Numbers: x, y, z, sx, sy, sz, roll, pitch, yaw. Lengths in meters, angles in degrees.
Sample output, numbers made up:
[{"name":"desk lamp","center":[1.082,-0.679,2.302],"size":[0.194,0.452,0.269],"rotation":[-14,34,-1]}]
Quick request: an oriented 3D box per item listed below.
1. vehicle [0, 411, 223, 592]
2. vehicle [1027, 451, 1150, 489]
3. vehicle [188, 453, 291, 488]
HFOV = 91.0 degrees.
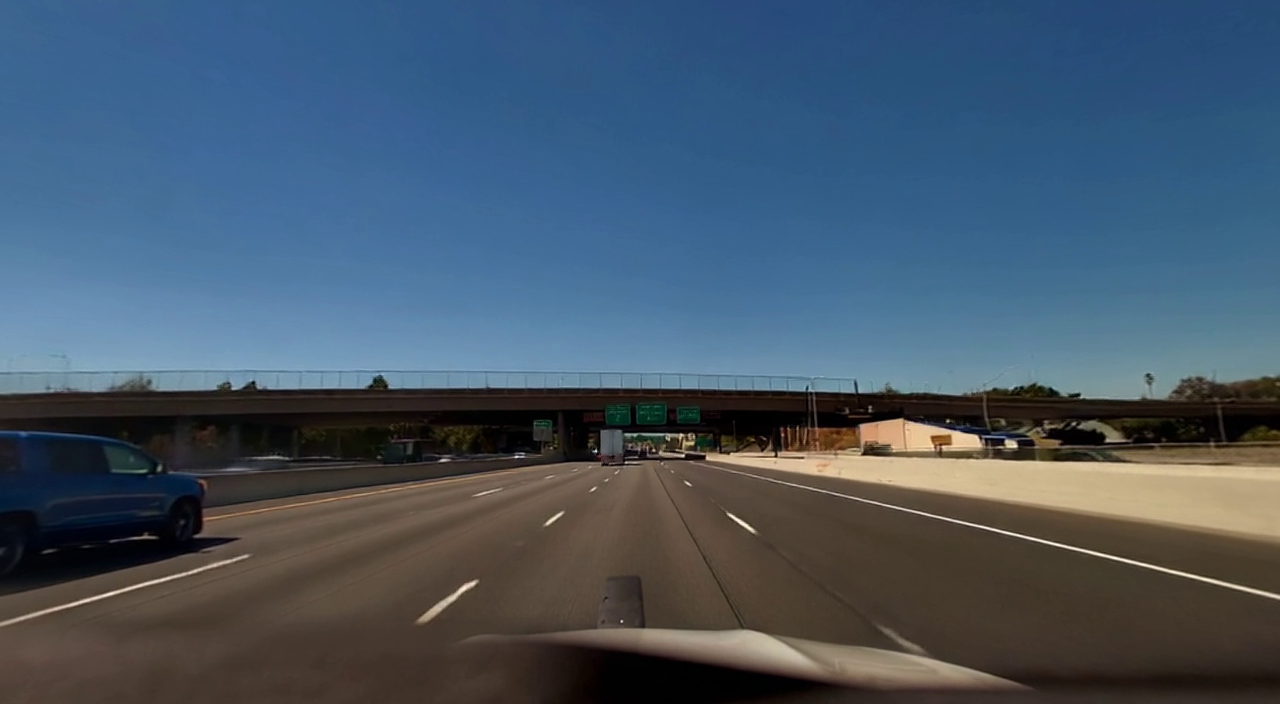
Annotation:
[{"name":"vehicle","center":[-7.250,1.555,6.796],"size":[2.168,1.729,4.724],"rotation":[0,-9,1]},{"name":"vehicle","center":[18.978,4.985,26.945],"size":[1.912,1.450,4.581],"rotation":[0,-9,0]},{"name":"vehicle","center":[-20.196,5.966,32.057],"size":[1.916,1.612,4.809],"rotation":[0,-9,3]}]
